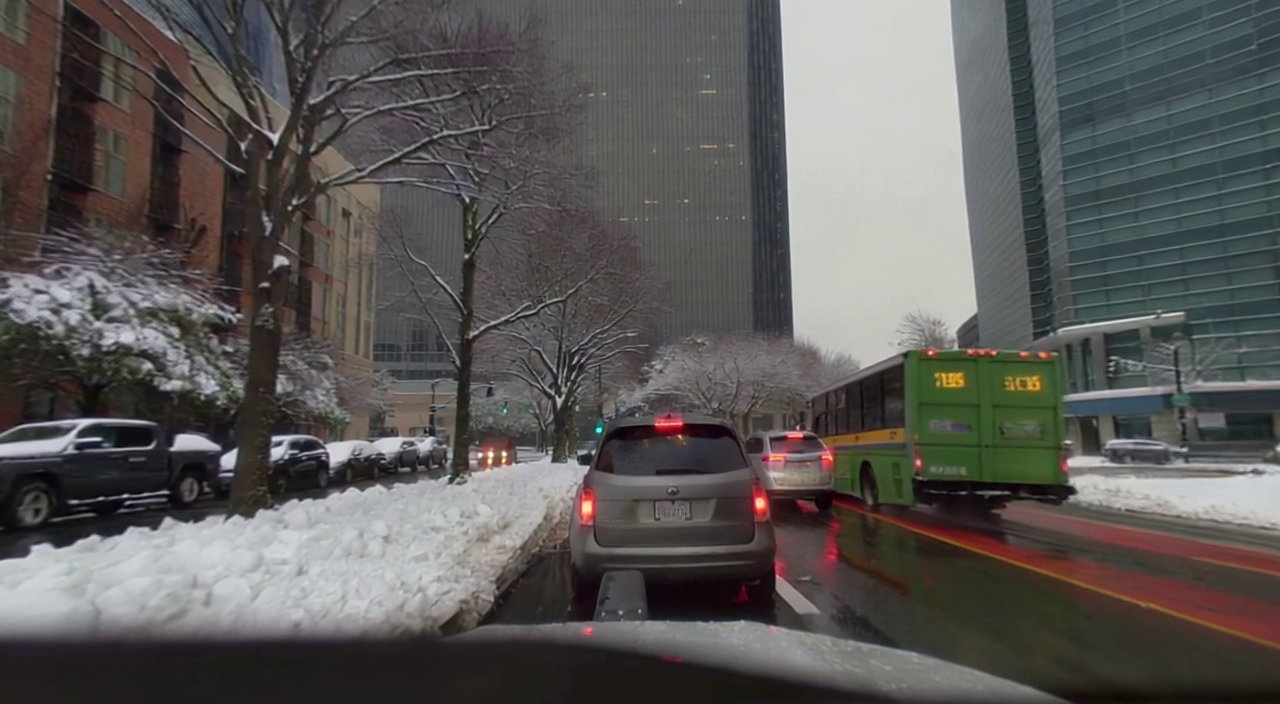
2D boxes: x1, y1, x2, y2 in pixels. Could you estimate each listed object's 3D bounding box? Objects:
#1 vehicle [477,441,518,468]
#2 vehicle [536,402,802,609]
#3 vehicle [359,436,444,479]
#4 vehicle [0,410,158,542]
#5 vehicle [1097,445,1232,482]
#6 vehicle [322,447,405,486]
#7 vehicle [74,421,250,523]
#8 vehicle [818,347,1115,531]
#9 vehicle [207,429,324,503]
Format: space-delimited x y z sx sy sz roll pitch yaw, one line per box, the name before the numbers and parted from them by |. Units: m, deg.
vehicle | -9.976 7.225 44.642 2.198 1.779 4.926 1 -9 -6
vehicle | 0.289 1.583 7.390 2.192 1.695 4.142 0 -8 2
vehicle | -11.817 5.258 31.833 2.338 1.963 5.740 0 -9 -4
vehicle | -10.383 2.068 10.886 1.543 1.946 3.454 1 -9 -5
vehicle | 31.093 6.608 37.750 5.890 1.996 2.155 -6 -10 34
vehicle | -11.373 4.692 26.315 1.791 1.463 4.210 0 -9 -4
vehicle | -10.720 2.674 14.492 1.482 2.019 3.297 0 -9 -3
vehicle | 6.636 2.032 14.702 3.113 3.116 7.650 0 -8 3
vehicle | -11.056 3.362 18.934 1.559 1.973 3.419 1 -9 -5
